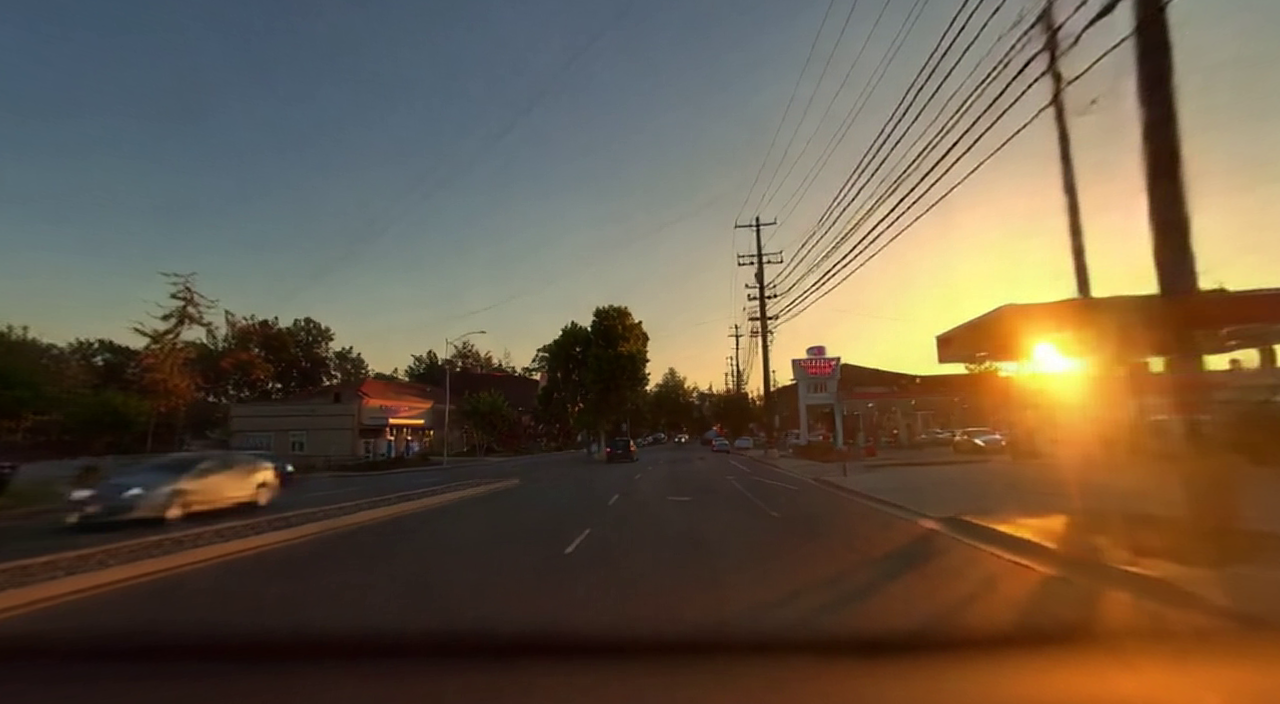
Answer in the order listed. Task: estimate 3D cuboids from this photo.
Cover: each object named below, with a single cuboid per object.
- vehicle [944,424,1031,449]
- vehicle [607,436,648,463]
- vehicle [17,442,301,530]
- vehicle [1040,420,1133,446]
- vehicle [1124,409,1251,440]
[{"bbox_3d":[22.582,5.538,41.257,1.908,1.474,4.885,1,-9,-19],"label":"vehicle"},{"bbox_3d":[-0.700,5.774,37.528,2.073,1.525,3.968,-1,-8,4],"label":"vehicle"},{"bbox_3d":[-9.643,2.660,13.340,2.021,1.480,4.800,-1,-8,4],"label":"vehicle"},{"bbox_3d":[28.424,5.226,40.372,1.901,1.509,4.610,2,-8,-15],"label":"vehicle"},{"bbox_3d":[37.218,5.056,43.166,2.249,1.918,6.120,2,-8,-17],"label":"vehicle"}]
